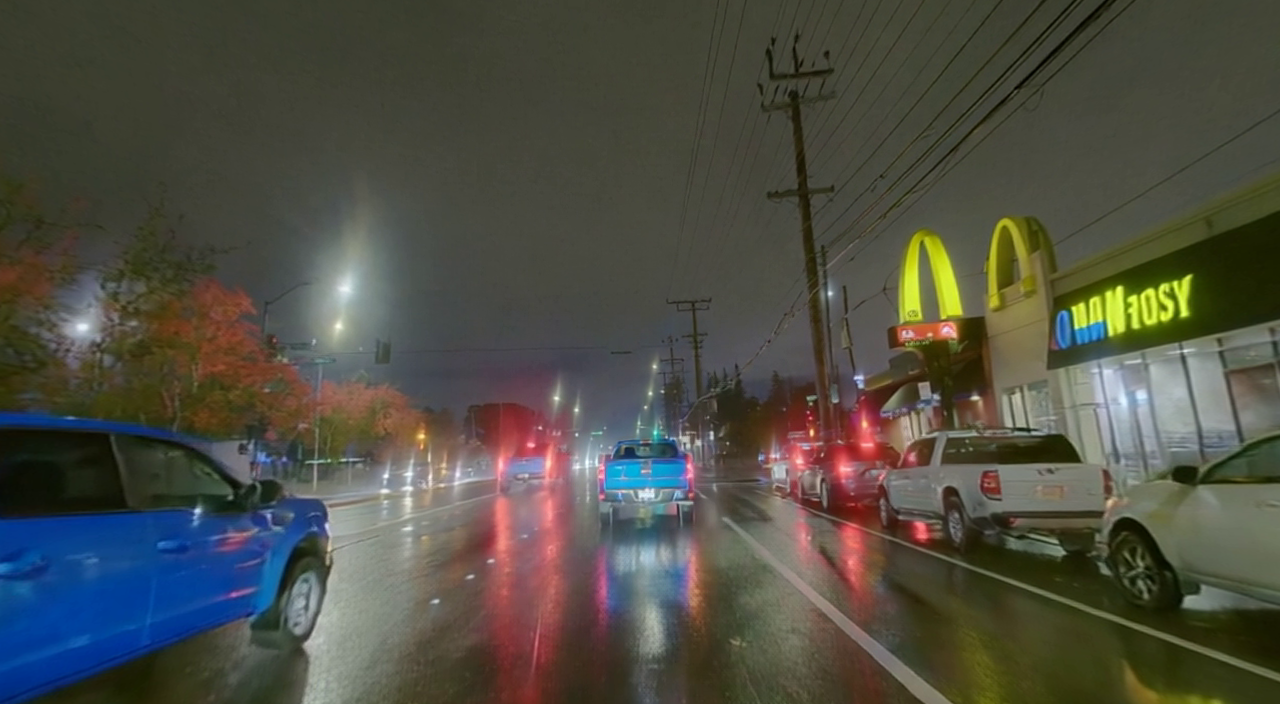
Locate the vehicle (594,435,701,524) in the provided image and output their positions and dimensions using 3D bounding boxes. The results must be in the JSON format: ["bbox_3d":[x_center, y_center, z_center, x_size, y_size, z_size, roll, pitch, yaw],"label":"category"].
[{"bbox_3d":[0.250,2.860,14.713,2.089,1.699,4.650,0,-9,3],"label":"vehicle"}]

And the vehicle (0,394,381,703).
[{"bbox_3d":[-3.184,1.007,2.705,1.995,1.554,4.618,0,-9,3],"label":"vehicle"}]

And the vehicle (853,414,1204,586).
[{"bbox_3d":[4.924,1.930,9.134,2.007,1.786,4.870,0,-9,1],"label":"vehicle"}]

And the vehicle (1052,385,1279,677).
[{"bbox_3d":[4.905,1.055,3.582,2.014,1.755,4.520,0,-9,0],"label":"vehicle"}]

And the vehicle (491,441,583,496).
[{"bbox_3d":[-3.634,4.233,23.296,2.140,1.768,5.092,0,-9,5],"label":"vehicle"}]
